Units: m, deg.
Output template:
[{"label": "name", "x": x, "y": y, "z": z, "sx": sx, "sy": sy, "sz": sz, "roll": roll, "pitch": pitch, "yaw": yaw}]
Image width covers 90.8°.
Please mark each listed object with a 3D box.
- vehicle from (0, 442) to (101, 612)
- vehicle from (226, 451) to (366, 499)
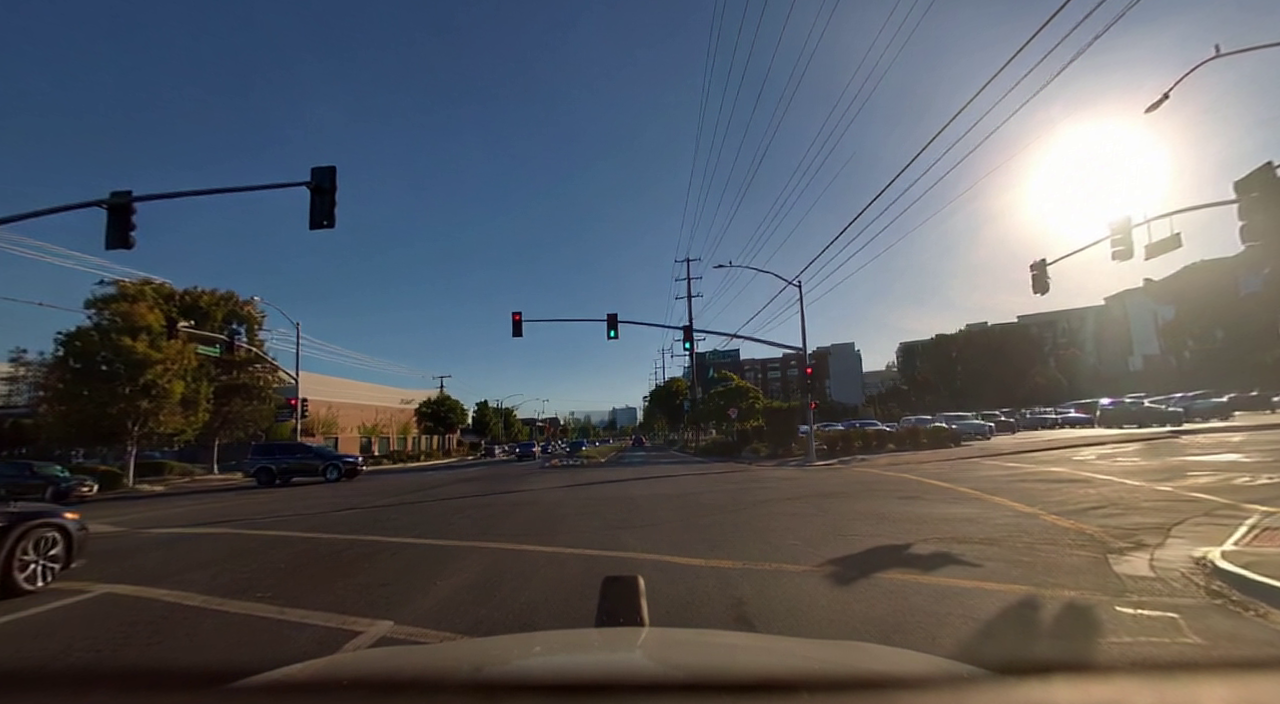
[{"label": "vehicle", "x": -6.416, "y": 1.341, "z": 4.281, "sx": 1.928, "sy": 1.451, "sz": 4.219, "roll": 0, "pitch": -9, "yaw": -3}, {"label": "vehicle", "x": -12.997, "y": 4.644, "z": 24.179, "sx": 4.298, "sy": 1.466, "sz": 1.921, "roll": -1, "pitch": -8, "yaw": -12}]
